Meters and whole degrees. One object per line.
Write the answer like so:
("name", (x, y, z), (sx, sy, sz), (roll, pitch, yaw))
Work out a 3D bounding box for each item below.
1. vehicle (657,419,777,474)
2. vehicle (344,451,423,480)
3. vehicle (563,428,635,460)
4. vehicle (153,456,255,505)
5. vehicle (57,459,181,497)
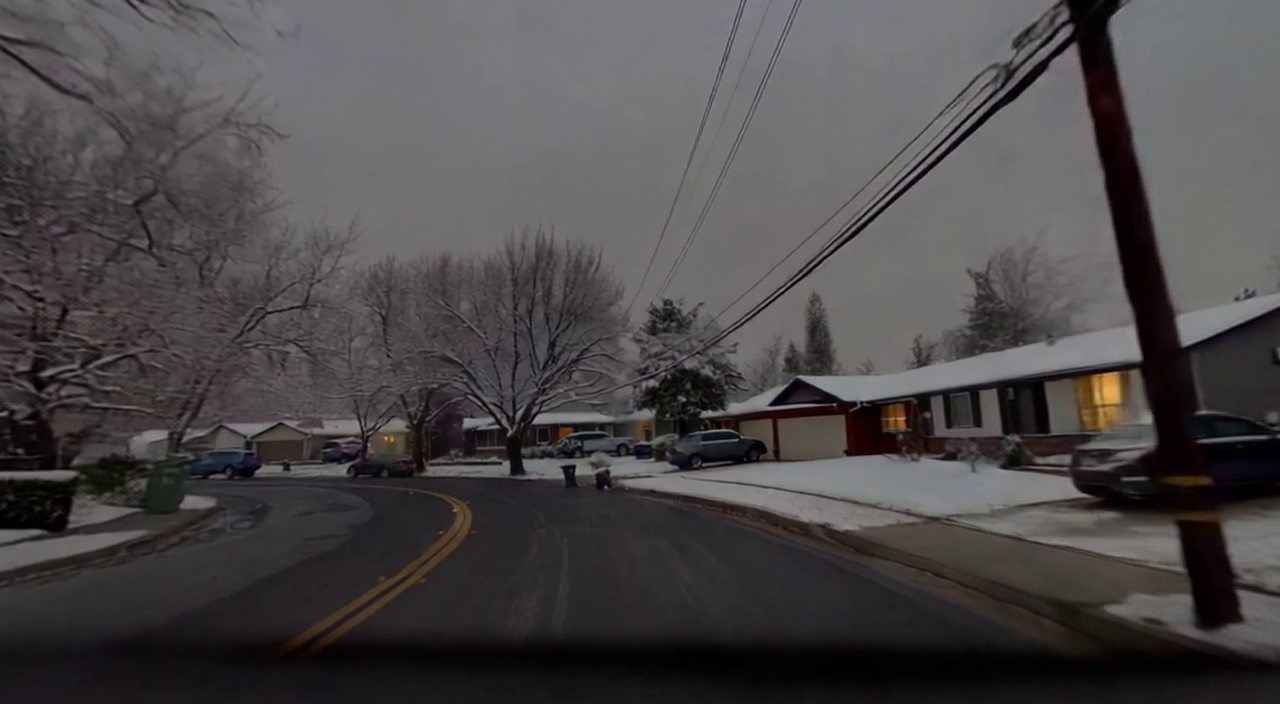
("vehicle", (3.201, 3.880, 26.151), (4.459, 1.738, 1.930), (-2, -7, -27))
("vehicle", (-13.934, 6.113, 34.299), (4.019, 1.484, 1.978), (-6, -11, 34))
("vehicle", (-2.423, 5.625, 38.648), (2.043, 1.819, 4.476), (-6, -11, 34))
("vehicle", (-16.785, 4.860, 24.288), (3.897, 1.493, 1.942), (-5, -7, 35))
("vehicle", (-22.973, 5.547, 27.894), (4.348, 1.440, 2.040), (-4, -9, 17))
